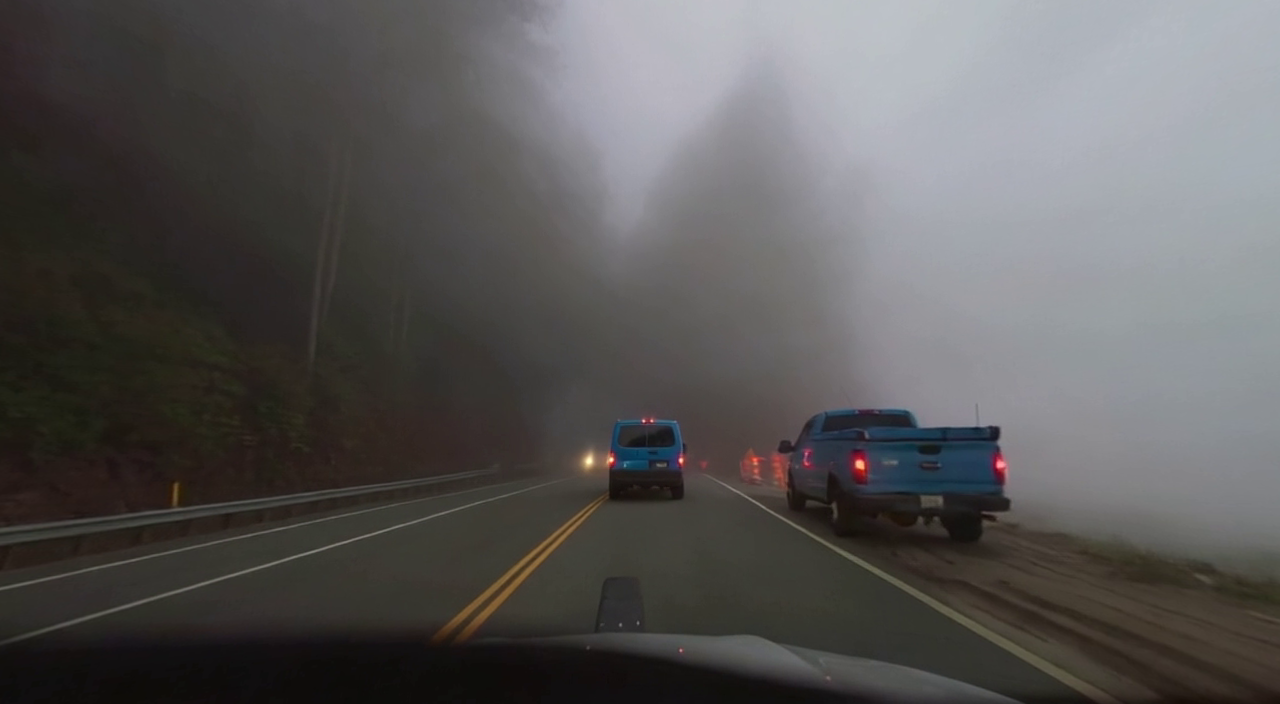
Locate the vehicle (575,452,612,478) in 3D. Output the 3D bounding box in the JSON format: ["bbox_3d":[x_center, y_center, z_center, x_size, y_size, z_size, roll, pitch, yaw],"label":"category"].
[{"bbox_3d":[-3.444,8.464,47.612,2.230,1.842,5.014,0,-8,1],"label":"vehicle"}]

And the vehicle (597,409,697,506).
[{"bbox_3d":[0.343,2.847,17.355,2.362,2.247,4.892,-1,-9,4],"label":"vehicle"}]

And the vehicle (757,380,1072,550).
[{"bbox_3d":[4.006,1.934,11.542,2.833,2.033,7.668,0,-9,4],"label":"vehicle"}]
